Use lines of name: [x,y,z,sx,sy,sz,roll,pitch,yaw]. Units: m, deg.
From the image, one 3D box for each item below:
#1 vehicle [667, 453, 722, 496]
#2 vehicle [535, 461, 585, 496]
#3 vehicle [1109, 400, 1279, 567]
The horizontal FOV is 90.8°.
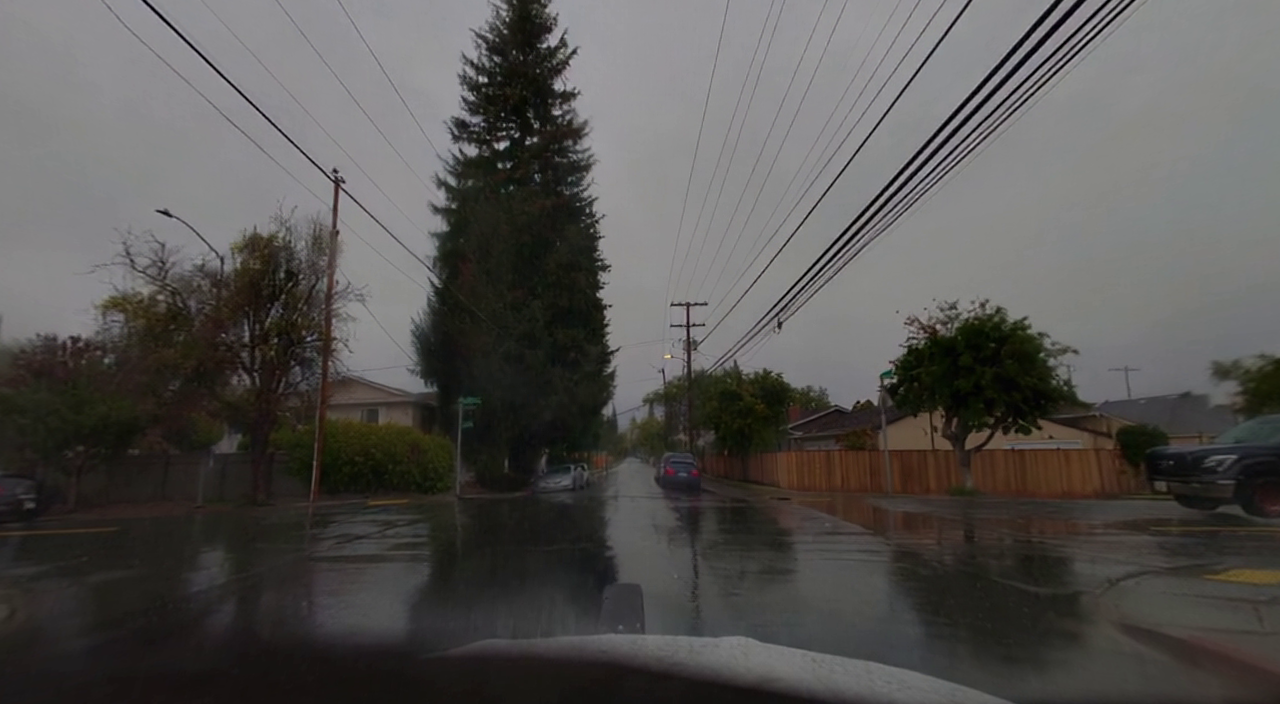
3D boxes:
vehicle: [2.586,5.957,31.075,2.051,1.874,4.459,0,-8,-3]
vehicle: [-4.295,6.933,34.647,2.189,1.771,4.571,0,-11,-1]
vehicle: [9.694,1.689,8.565,4.677,1.949,2.334,-1,-8,3]
